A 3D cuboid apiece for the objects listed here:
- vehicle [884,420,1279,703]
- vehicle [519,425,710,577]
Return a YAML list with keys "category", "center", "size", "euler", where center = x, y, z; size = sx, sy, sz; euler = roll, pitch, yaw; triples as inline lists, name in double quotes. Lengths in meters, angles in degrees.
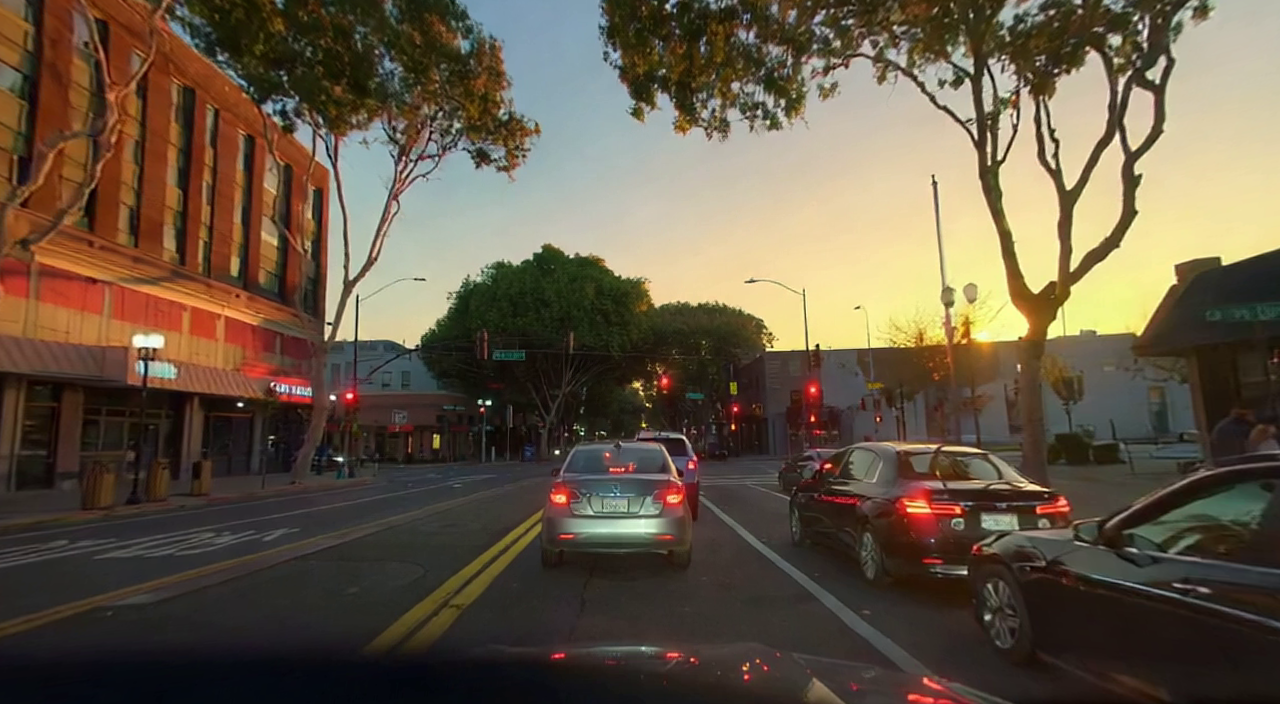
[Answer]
- category: "vehicle"
  center: [3.207, 1.130, 3.152]
  size: [2.006, 1.496, 4.767]
  euler: [0, -9, -1]
- category: "vehicle"
  center: [-0.257, 1.758, 8.172]
  size: [1.888, 1.489, 3.703]
  euler: [0, -8, 0]
